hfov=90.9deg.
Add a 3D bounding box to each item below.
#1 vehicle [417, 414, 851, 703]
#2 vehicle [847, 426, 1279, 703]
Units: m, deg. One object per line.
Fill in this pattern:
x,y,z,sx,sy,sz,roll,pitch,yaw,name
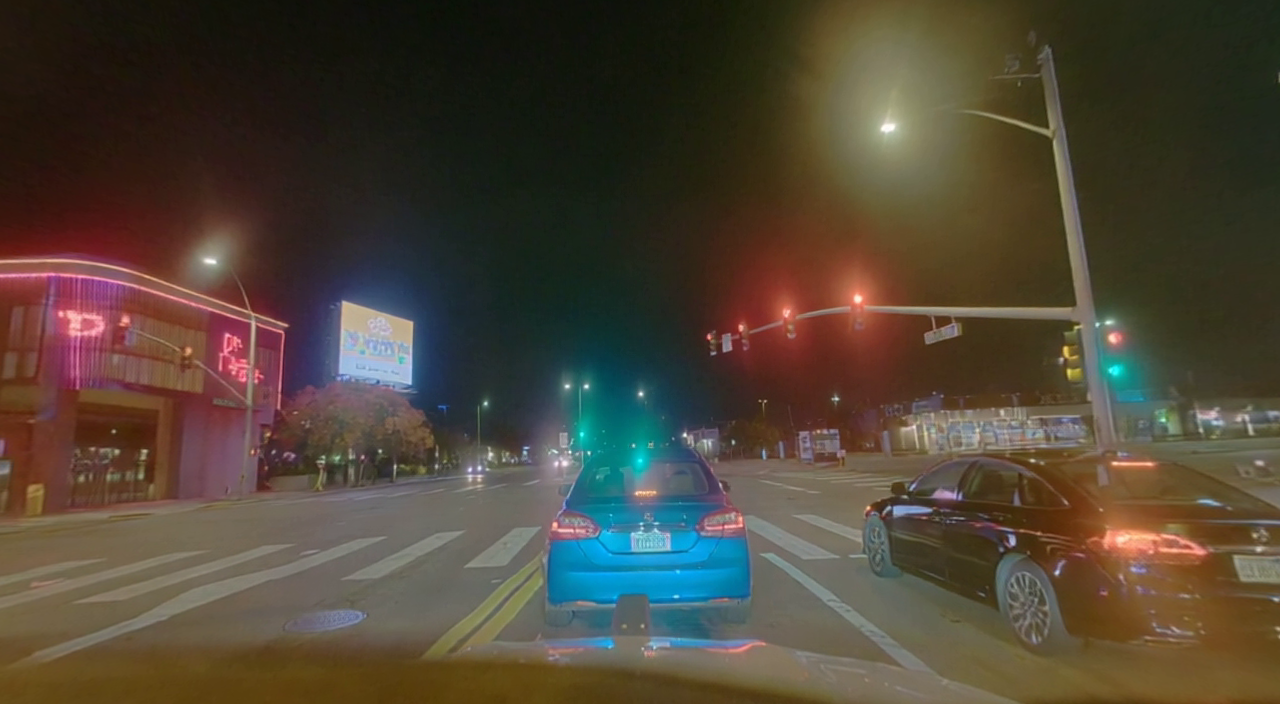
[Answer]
-0.062,1.351,5.152,2.094,1.481,4.078,0,-8,-1,vehicle
3.340,1.377,5.088,1.860,1.430,4.089,0,-8,-1,vehicle
